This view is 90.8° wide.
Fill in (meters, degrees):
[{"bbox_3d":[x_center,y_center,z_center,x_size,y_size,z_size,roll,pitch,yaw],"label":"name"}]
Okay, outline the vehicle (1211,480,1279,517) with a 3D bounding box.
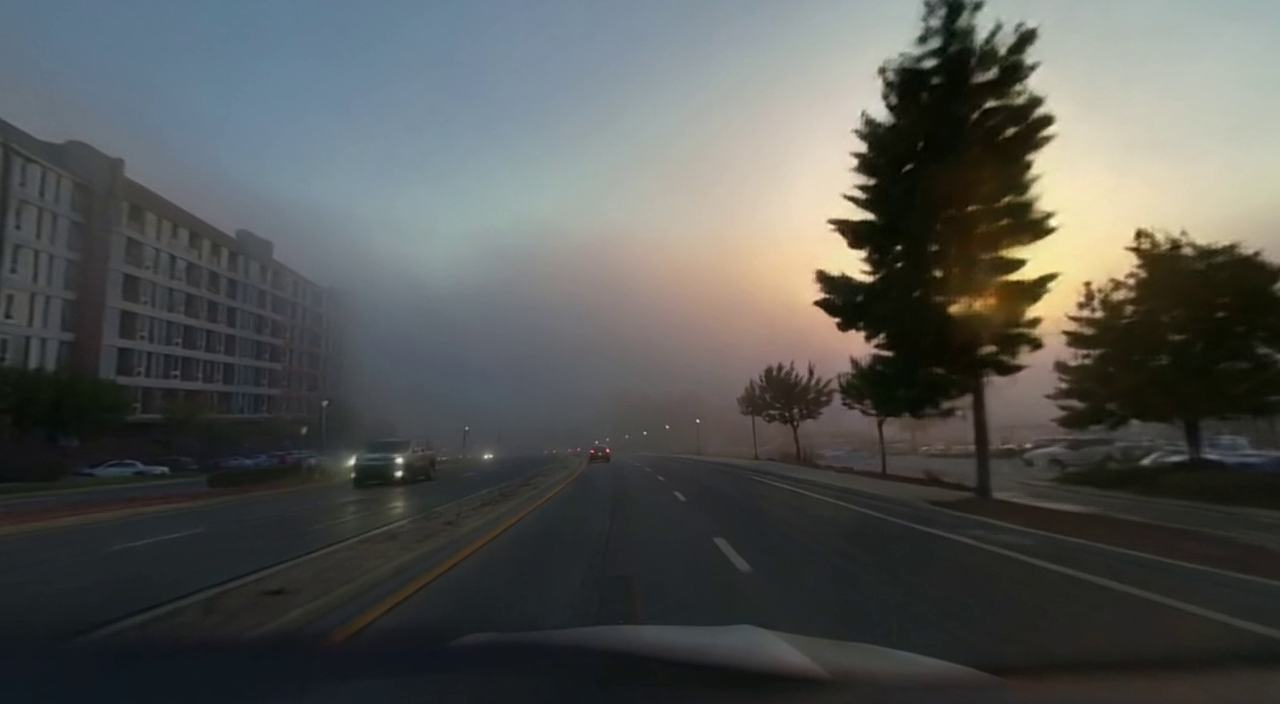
[{"bbox_3d":[32.411,7.469,32.317,4.227,1.705,2.099,0,-8,2],"label":"vehicle"}]
